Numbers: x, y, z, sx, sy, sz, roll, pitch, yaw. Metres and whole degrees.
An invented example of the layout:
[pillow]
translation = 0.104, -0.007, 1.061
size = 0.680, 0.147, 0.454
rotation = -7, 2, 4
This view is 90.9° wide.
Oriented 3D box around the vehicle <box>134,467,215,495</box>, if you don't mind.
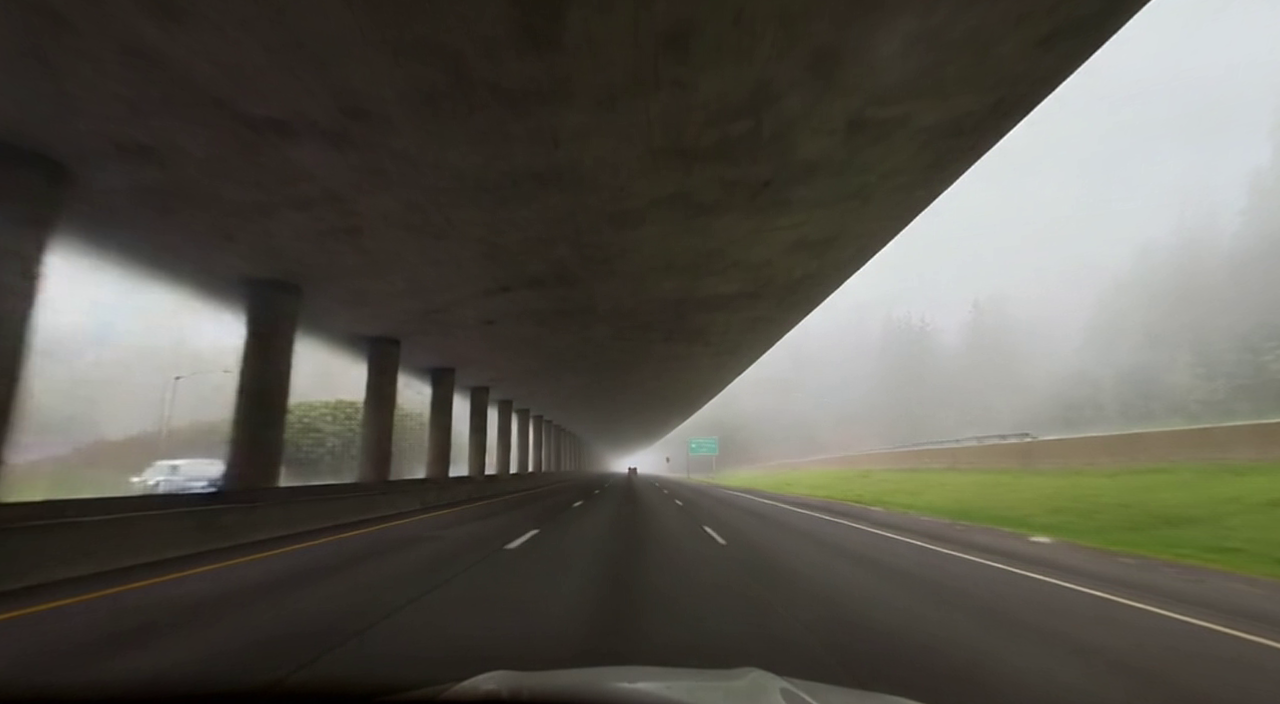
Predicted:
[vehicle]
translation = -26.970, 7.462, 36.649
size = 1.754, 1.494, 3.694
rotation = 1, -10, 0
